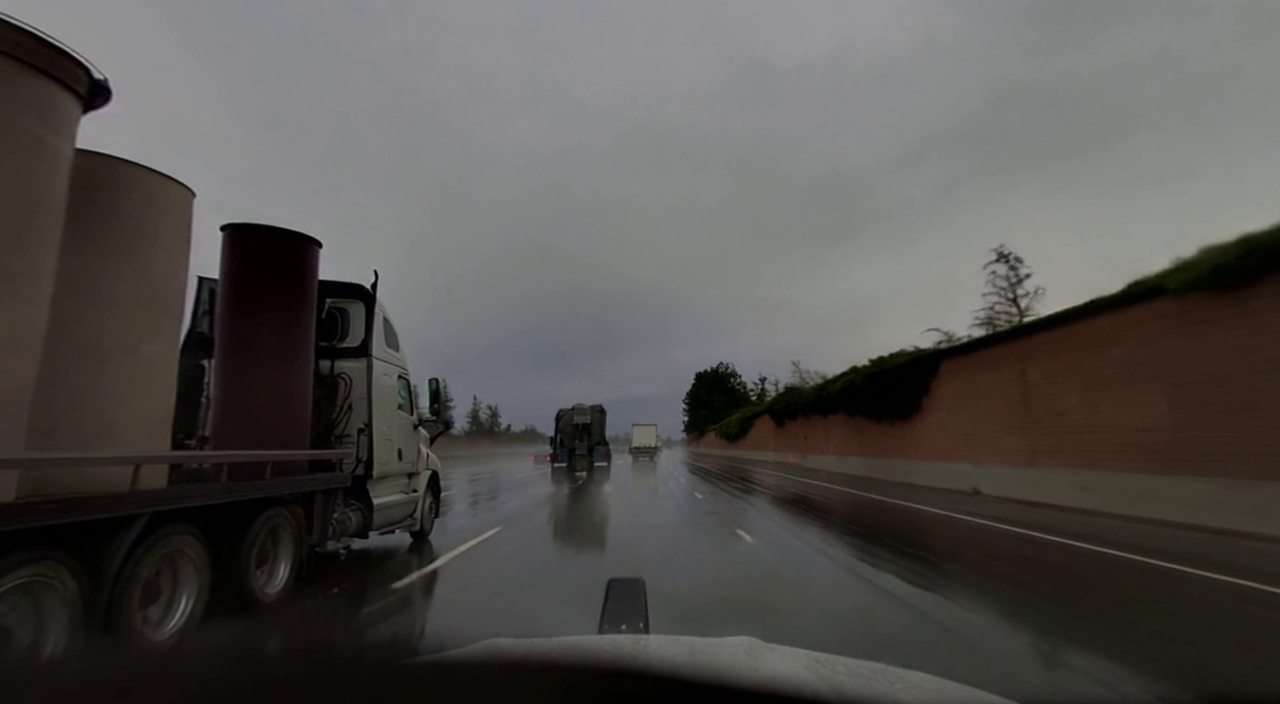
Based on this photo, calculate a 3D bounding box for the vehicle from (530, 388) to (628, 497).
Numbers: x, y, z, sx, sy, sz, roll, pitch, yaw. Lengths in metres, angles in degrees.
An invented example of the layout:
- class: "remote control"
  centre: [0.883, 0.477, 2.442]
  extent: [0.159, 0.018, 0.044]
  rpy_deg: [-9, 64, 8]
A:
- class: "vehicle"
  centre: [-2.232, 3.208, 22.366]
  extent: [2.798, 3.071, 8.412]
  rpy_deg: [1, -8, -7]

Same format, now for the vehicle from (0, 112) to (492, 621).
- class: "vehicle"
  centre: [-4.110, 0.431, 7.806]
  extent: [2.998, 3.992, 5.800]
  rpy_deg: [0, -8, 1]

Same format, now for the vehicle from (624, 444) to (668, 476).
- class: "vehicle"
  centre: [0.267, 5.439, 32.005]
  extent: [2.041, 1.462, 4.548]
  rpy_deg: [0, -8, 0]
